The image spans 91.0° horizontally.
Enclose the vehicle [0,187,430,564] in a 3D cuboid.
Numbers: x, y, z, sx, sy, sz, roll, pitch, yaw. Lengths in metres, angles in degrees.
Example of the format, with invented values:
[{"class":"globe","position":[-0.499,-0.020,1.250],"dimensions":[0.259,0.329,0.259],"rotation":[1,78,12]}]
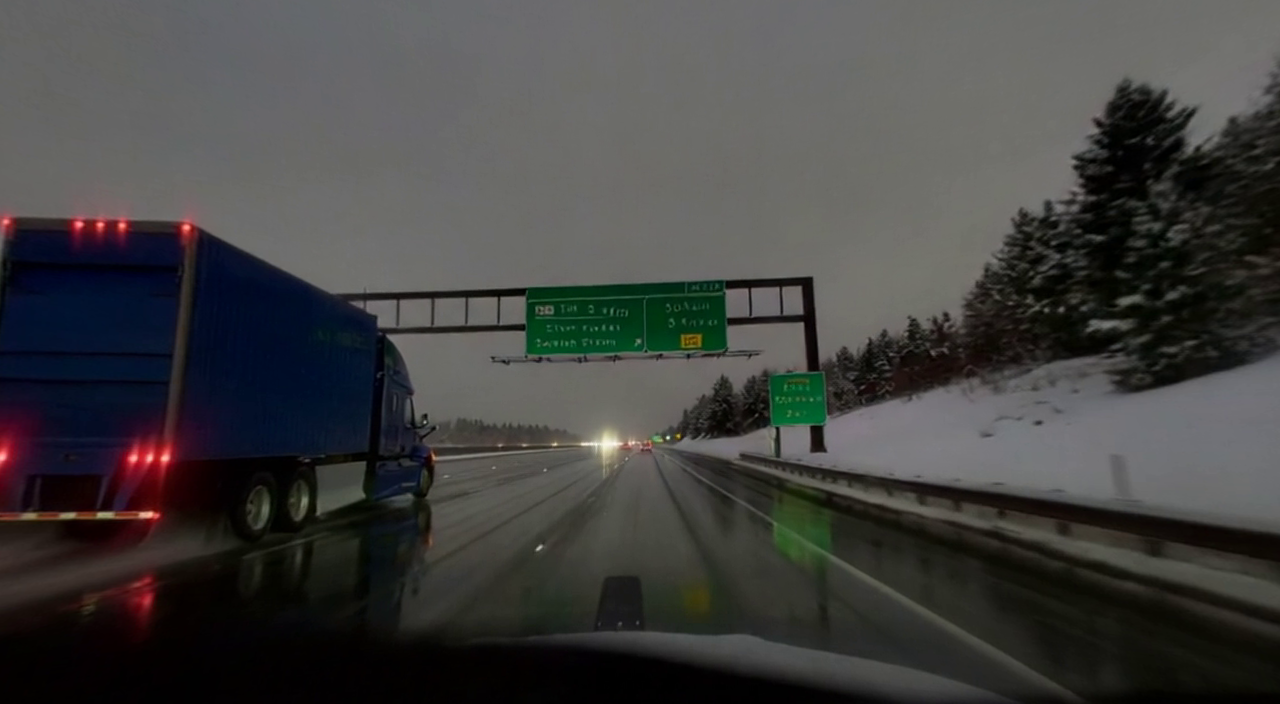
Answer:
[{"class":"vehicle","position":[-6.786,0.785,10.855],"dimensions":[2.996,3.947,8.600],"rotation":[0,-8,2]}]
